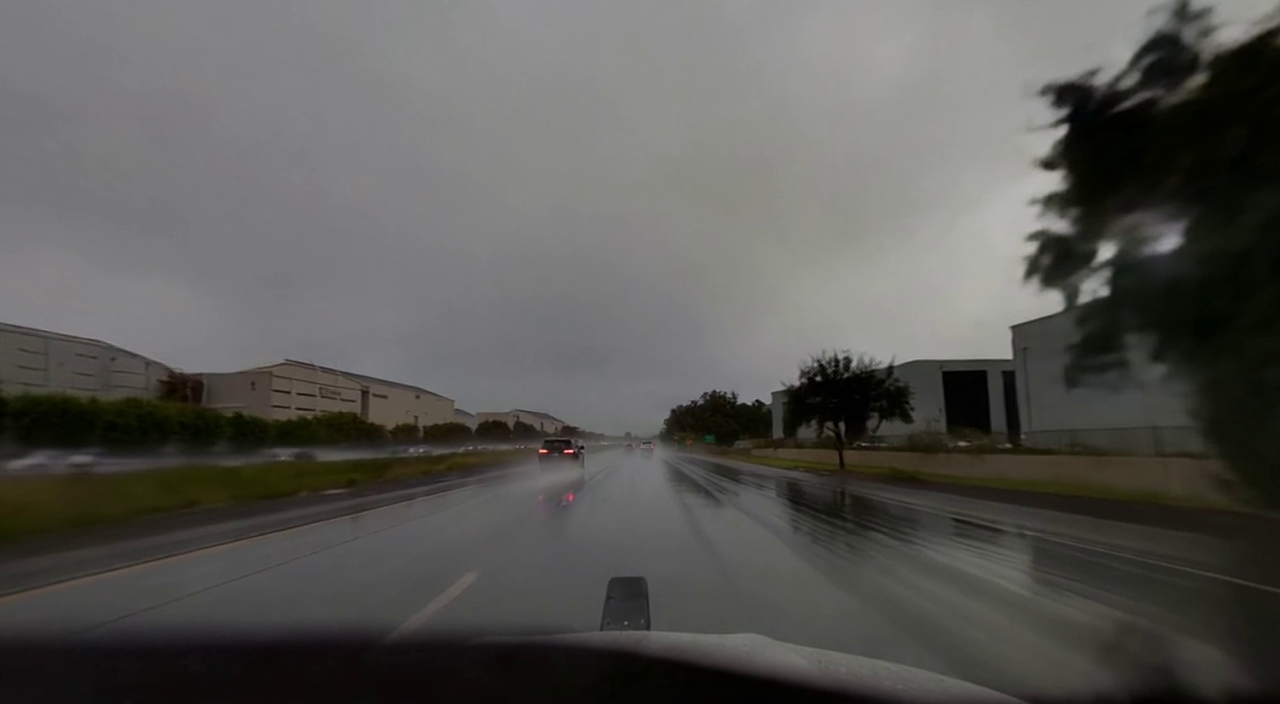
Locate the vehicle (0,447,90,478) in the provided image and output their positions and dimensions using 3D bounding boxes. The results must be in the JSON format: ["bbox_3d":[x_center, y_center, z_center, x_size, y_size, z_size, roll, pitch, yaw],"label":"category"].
[{"bbox_3d":[-32.099,5.795,33.350,1.827,1.459,4.505,0,-9,0],"label":"vehicle"}]

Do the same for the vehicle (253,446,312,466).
[{"bbox_3d":[-27.882,8.128,49.364,1.892,1.460,4.582,0,-9,1],"label":"vehicle"}]

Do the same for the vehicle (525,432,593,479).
[{"bbox_3d":[-3.417,4.500,27.616,2.218,1.850,4.774,0,-9,2],"label":"vehicle"}]
